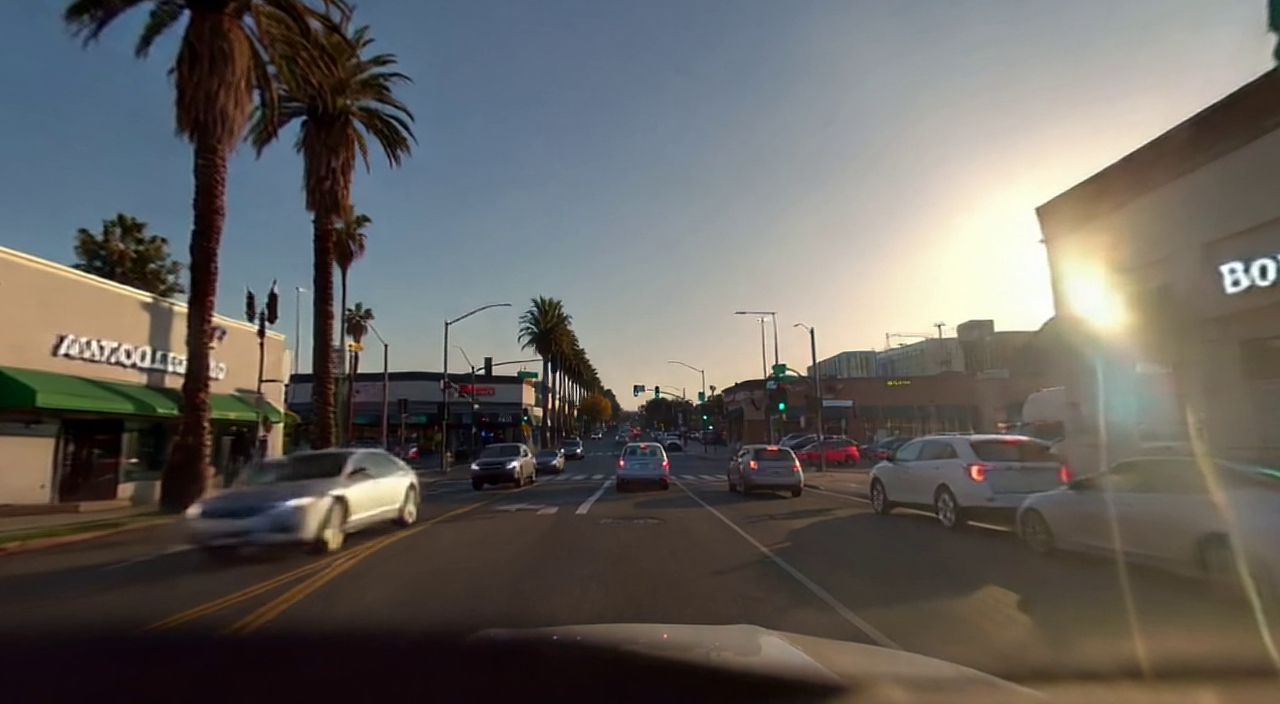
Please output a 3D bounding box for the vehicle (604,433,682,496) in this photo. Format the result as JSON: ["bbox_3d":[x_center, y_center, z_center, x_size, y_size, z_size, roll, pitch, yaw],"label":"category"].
[{"bbox_3d":[0.034,3.612,20.667,2.264,1.798,4.531,0,-9,-1],"label":"vehicle"}]

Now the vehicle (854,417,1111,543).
[{"bbox_3d":[6.149,2.363,12.354,1.981,1.893,5.238,0,-9,-1],"label":"vehicle"}]

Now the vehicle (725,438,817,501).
[{"bbox_3d":[3.937,3.614,19.787,2.070,1.711,4.480,-1,-9,3],"label":"vehicle"}]

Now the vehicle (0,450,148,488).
[{"bbox_3d":[-25.687,5.239,28.709,1.873,1.507,4.809,-4,-9,23],"label":"vehicle"}]

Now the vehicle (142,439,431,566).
[{"bbox_3d":[-5.020,2.175,9.916,2.092,1.504,4.374,0,-9,-2],"label":"vehicle"}]

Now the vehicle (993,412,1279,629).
[{"bbox_3d":[6.147,1.613,6.755,2.008,1.729,4.647,0,-9,0],"label":"vehicle"}]

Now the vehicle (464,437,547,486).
[{"bbox_3d":[-5.332,4.413,25.757,2.341,1.762,4.865,0,-9,-1],"label":"vehicle"}]
